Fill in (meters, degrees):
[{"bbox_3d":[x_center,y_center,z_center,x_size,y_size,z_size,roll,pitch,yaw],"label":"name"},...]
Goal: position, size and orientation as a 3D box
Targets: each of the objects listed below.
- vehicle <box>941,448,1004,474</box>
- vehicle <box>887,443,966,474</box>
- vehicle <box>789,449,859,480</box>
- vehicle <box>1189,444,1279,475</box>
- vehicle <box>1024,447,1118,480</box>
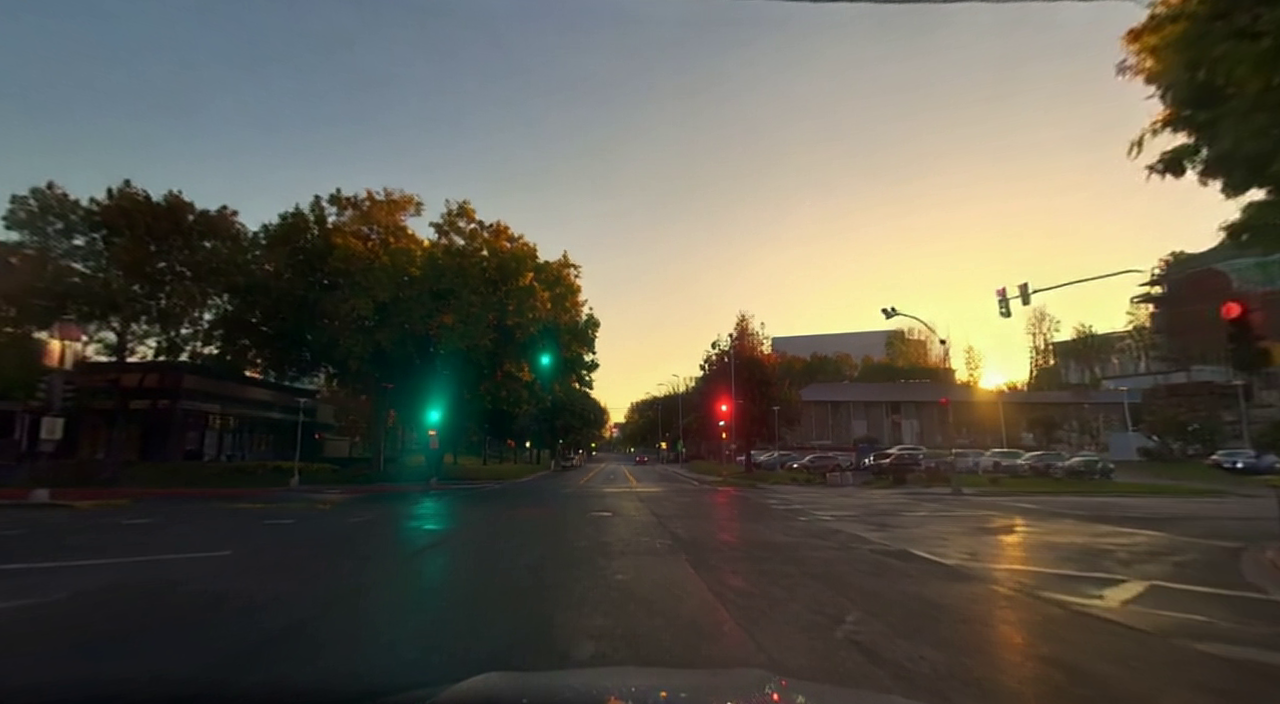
[{"bbox_3d":[20.502,6.713,38.807,1.923,1.463,3.758,0,-7,2],"label":"vehicle"},{"bbox_3d":[15.711,5.795,34.300,4.522,1.546,1.941,7,-11,-37],"label":"vehicle"},{"bbox_3d":[9.959,5.993,33.720,1.955,1.508,4.295,-7,-11,40],"label":"vehicle"},{"bbox_3d":[27.945,5.008,29.277,1.591,1.332,3.202,-1,-10,0],"label":"vehicle"},{"bbox_3d":[19.936,5.125,29.170,1.851,1.388,3.475,0,-8,0],"label":"vehicle"}]
